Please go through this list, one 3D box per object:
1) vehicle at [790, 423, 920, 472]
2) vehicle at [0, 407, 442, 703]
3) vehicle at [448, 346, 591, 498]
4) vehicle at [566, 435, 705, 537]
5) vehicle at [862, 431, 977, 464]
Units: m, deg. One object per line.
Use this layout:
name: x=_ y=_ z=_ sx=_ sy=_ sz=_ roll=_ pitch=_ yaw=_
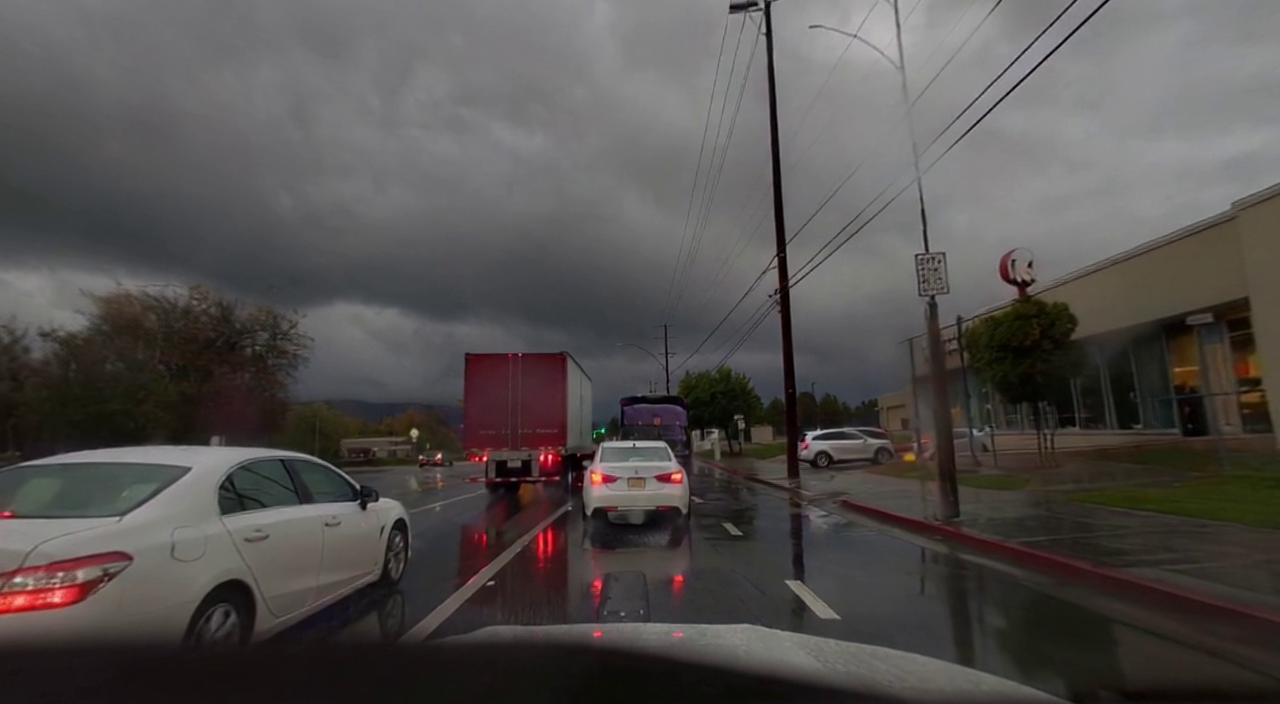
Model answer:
vehicle: x=8.956 y=4.046 z=26.610 sx=2.061 sy=1.845 sz=4.829 roll=6 pitch=-10 yaw=-36
vehicle: x=-3.049 y=1.237 z=4.253 sx=1.969 sy=1.471 sz=4.378 roll=0 pitch=-8 yaw=0
vehicle: x=-3.285 y=2.259 z=19.405 sx=3.020 sy=3.800 sz=7.105 roll=0 pitch=-8 yaw=0
vehicle: x=-0.094 y=2.322 z=11.524 sx=2.067 sy=1.506 sz=4.118 roll=0 pitch=-8 yaw=-1
vehicle: x=13.303 y=4.564 z=30.086 sx=4.574 sy=1.478 sz=1.880 roll=0 pitch=-8 yaw=3
